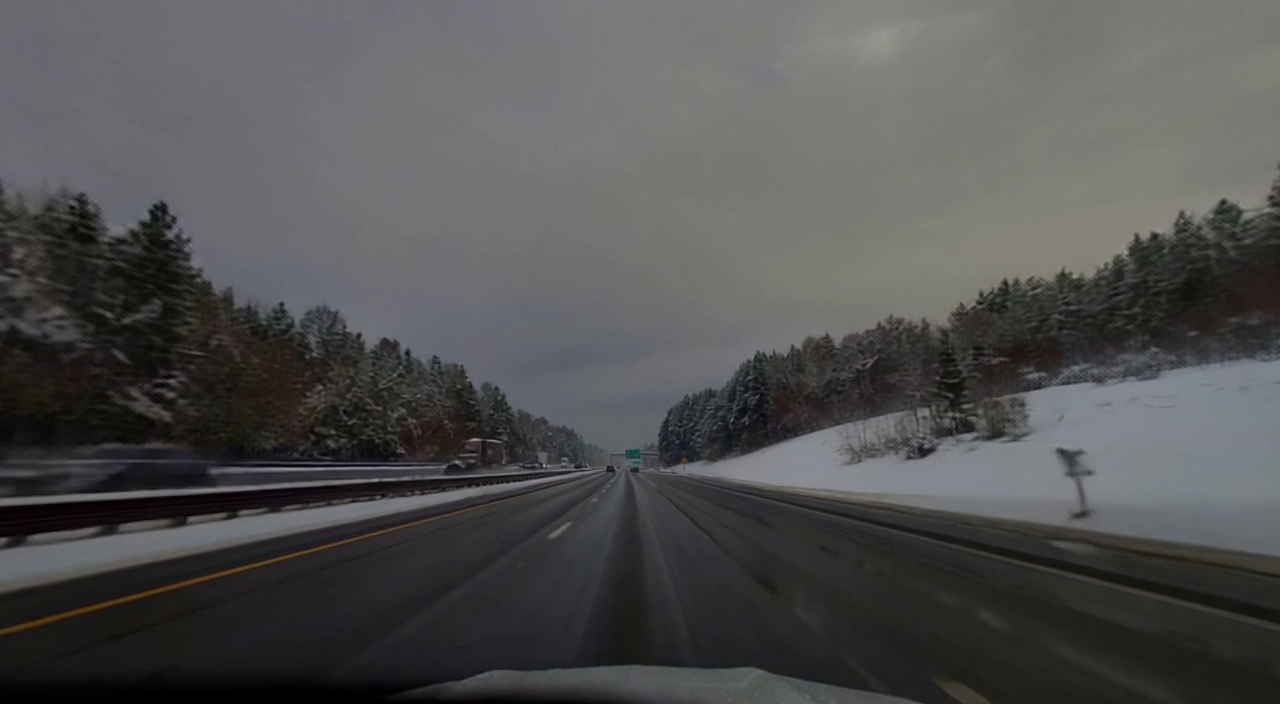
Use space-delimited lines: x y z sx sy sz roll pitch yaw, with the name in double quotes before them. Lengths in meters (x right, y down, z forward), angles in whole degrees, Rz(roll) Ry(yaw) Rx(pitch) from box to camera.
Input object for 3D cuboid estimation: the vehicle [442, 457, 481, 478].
"vehicle" -12.738 8.298 45.250 1.760 1.422 3.593 1 -10 -1
